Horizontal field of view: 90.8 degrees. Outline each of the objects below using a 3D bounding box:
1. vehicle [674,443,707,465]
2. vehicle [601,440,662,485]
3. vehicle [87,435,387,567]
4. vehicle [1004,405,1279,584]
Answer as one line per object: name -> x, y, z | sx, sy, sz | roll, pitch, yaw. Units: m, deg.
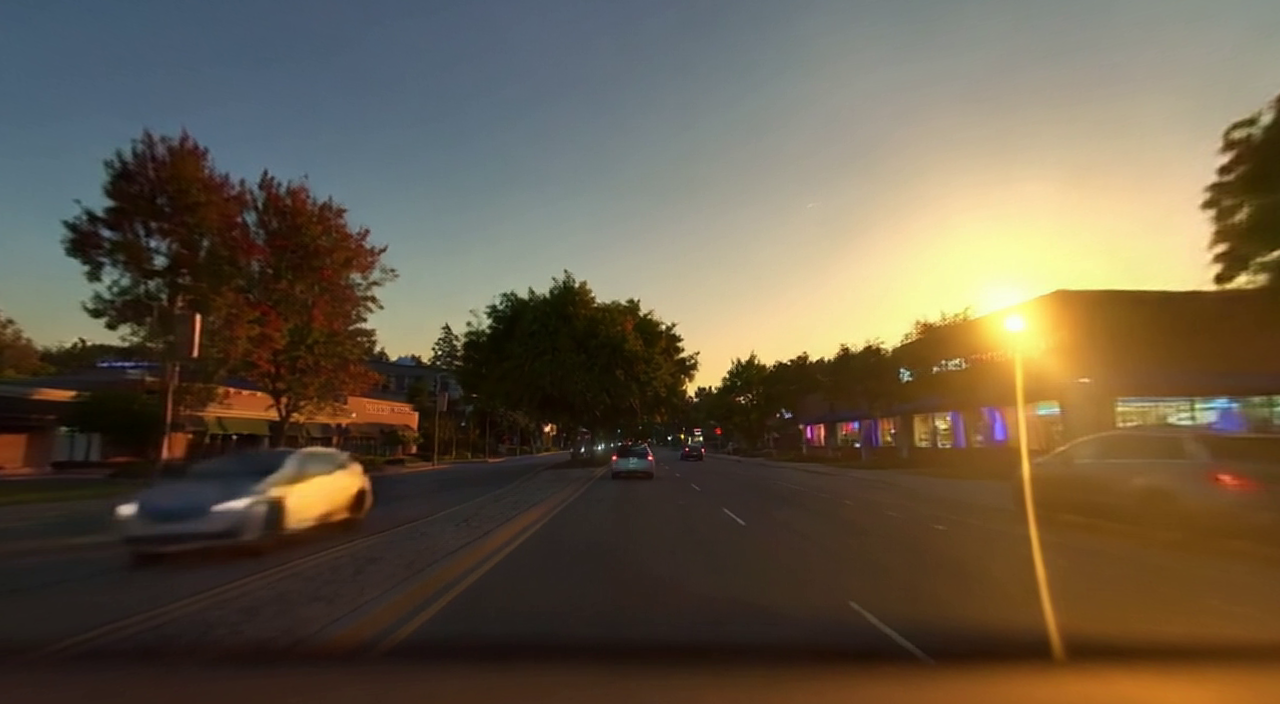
vehicle -> 3.535, 7.255, 45.109 | 1.910, 1.474, 4.003 | 0, -9, -1
vehicle -> -0.311, 3.919, 22.658 | 2.006, 1.487, 3.535 | 0, -9, -1
vehicle -> -5.616, 2.074, 9.594 | 1.999, 1.531, 4.011 | 0, -9, -2
vehicle -> 7.627, 1.790, 8.744 | 2.165, 1.787, 5.231 | -1, -9, 2
